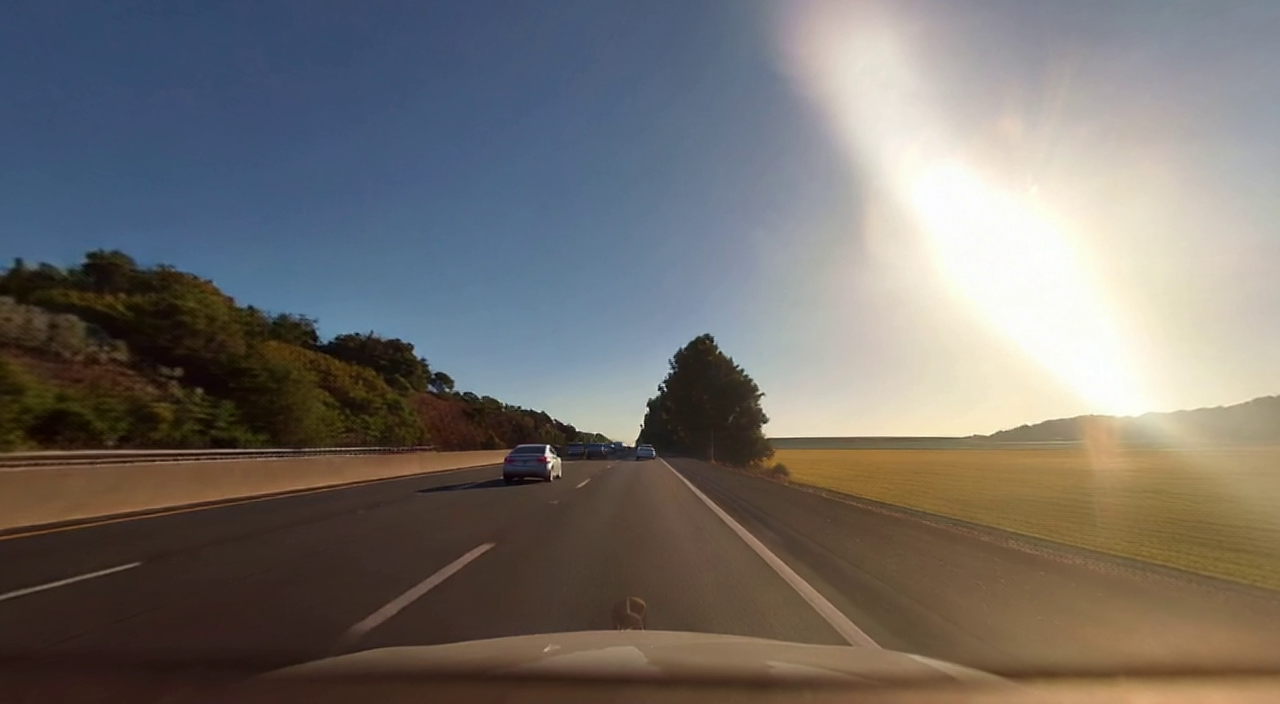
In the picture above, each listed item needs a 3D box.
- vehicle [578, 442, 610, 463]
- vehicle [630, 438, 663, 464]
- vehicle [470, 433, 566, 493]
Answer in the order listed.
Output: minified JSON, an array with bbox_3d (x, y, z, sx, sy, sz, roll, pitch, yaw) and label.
[{"bbox_3d":[-3.471,7.611,47.919,2.066,1.497,4.253,0,-8,1],"label":"vehicle"},{"bbox_3d":[0.423,6.983,44.576,2.259,1.697,4.106,0,-8,0],"label":"vehicle"},{"bbox_3d":[-3.684,3.443,19.950,2.028,1.634,4.441,0,-8,1],"label":"vehicle"}]
